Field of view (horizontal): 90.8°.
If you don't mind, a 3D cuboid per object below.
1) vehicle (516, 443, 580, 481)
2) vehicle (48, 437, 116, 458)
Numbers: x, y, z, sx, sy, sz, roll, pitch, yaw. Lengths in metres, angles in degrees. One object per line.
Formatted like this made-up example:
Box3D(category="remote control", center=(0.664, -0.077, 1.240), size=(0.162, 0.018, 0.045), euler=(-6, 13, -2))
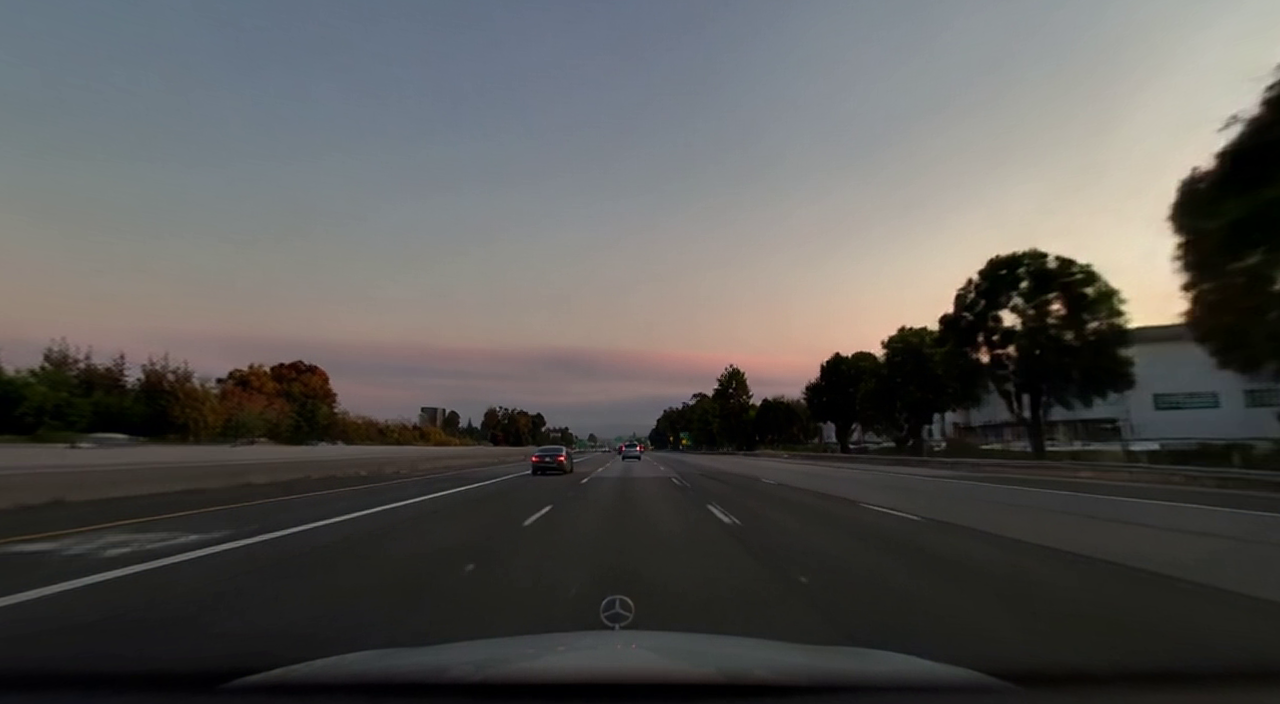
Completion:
Box3D(category="vehicle", center=(-4.034, 4.915, 28.585), size=(2.140, 1.574, 4.946), euler=(0, -8, 0))
Box3D(category="vehicle", center=(-39.451, 6.763, 44.751), size=(1.604, 1.424, 3.530), euler=(0, -8, -1))
